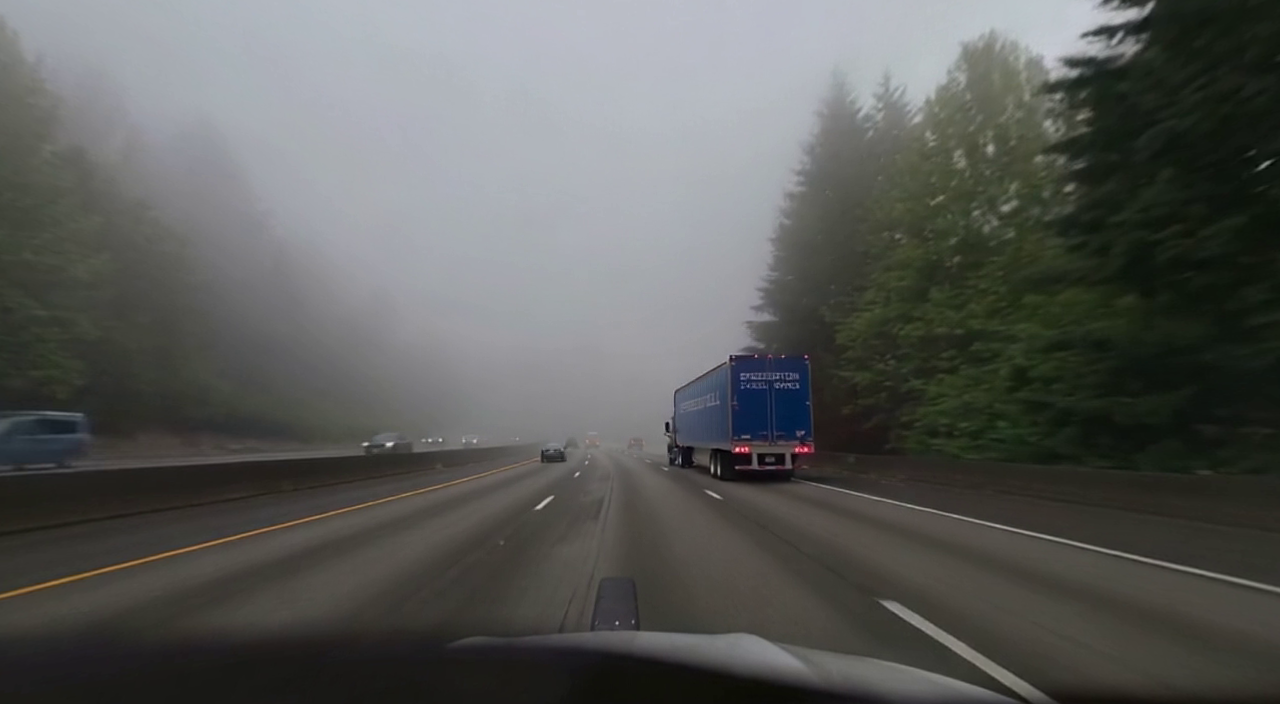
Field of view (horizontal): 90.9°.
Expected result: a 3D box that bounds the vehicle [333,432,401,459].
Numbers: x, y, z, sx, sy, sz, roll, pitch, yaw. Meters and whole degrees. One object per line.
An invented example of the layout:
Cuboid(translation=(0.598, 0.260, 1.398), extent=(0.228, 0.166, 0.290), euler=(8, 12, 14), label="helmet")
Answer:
Cuboid(translation=(-15.730, 5.396, 36.554), extent=(2.057, 1.490, 4.673), euler=(0, -8, -3), label="vehicle")

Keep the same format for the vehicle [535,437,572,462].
Cuboid(translation=(-5.600, 6.348, 41.225), extent=(2.030, 1.547, 3.862), euler=(0, -8, -3), label="vehicle")

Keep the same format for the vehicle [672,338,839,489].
Cuboid(translation=(3.487, 2.619, 24.184), extent=(2.910, 4.051, 14.278), euler=(0, -8, -3), label="vehicle")
